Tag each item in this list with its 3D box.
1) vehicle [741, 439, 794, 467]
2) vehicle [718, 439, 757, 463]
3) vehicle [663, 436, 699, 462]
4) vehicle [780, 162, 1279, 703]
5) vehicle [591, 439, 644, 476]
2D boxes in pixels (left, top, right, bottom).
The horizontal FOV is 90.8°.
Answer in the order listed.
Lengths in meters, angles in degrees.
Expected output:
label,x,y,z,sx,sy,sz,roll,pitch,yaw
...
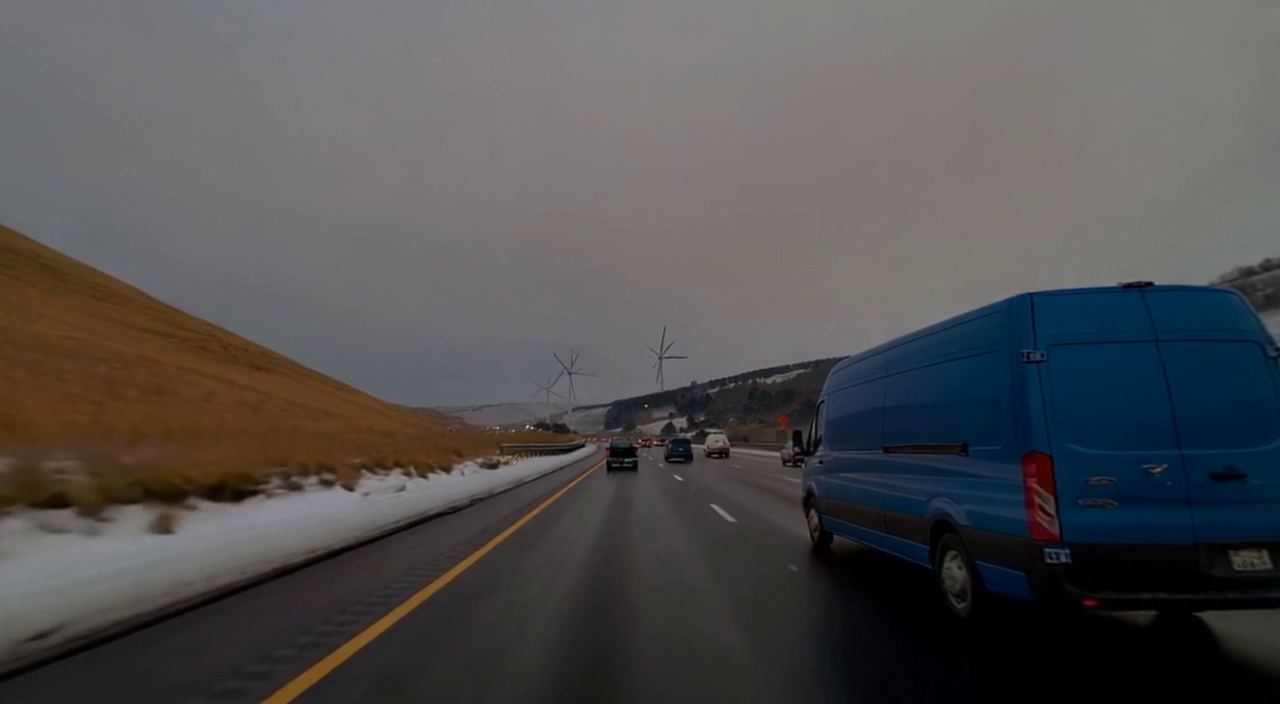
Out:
label,x,y,z,sx,sy,sz,roll,pitch,yaw
vehicle,6.940,5.554,34.912,1.858,1.475,4.421,0,-8,-2
vehicle,6.480,6.644,42.588,1.850,1.475,4.460,0,-8,-1
vehicle,2.744,6.629,43.283,2.108,1.717,3.996,0,-8,-2
vehicle,3.122,0.825,5.658,2.365,2.630,5.754,0,-8,0
vehicle,-0.893,4.399,26.572,2.082,1.445,3.826,0,-8,0
